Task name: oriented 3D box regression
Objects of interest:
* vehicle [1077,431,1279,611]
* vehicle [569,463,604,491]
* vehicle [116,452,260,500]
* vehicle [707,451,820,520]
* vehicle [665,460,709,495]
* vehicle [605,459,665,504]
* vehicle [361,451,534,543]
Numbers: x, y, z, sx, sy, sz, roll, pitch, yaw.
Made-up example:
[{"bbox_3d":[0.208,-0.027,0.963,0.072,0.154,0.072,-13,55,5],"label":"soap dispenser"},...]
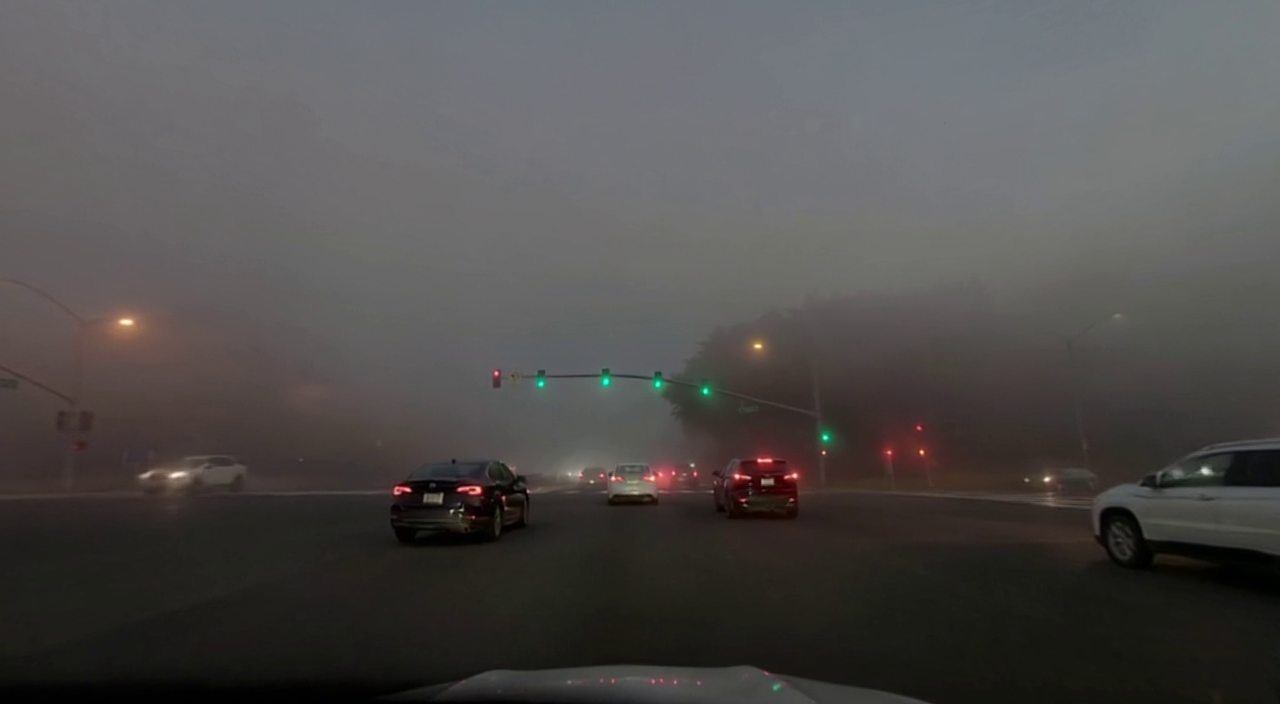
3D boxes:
[{"bbox_3d":[6.564,1.474,5.543,1.959,1.553,4.809,0,-9,-1],"label":"vehicle"},{"bbox_3d":[-3.668,8.653,43.911,2.033,1.714,4.278,0,-9,0],"label":"vehicle"},{"bbox_3d":[-18.345,5.139,26.043,2.172,1.751,4.889,0,-12,1],"label":"vehicle"},{"bbox_3d":[3.180,3.544,17.456,1.996,1.566,4.917,0,-9,-2],"label":"vehicle"},{"bbox_3d":[2.707,7.354,37.355,2.138,1.778,4.422,0,-9,-2],"label":"vehicle"},{"bbox_3d":[-0.227,4.882,24.146,2.098,1.461,3.958,0,-9,-2],"label":"vehicle"},{"bbox_3d":[-3.556,2.752,12.735,2.045,1.463,4.490,0,-9,0],"label":"vehicle"}]
